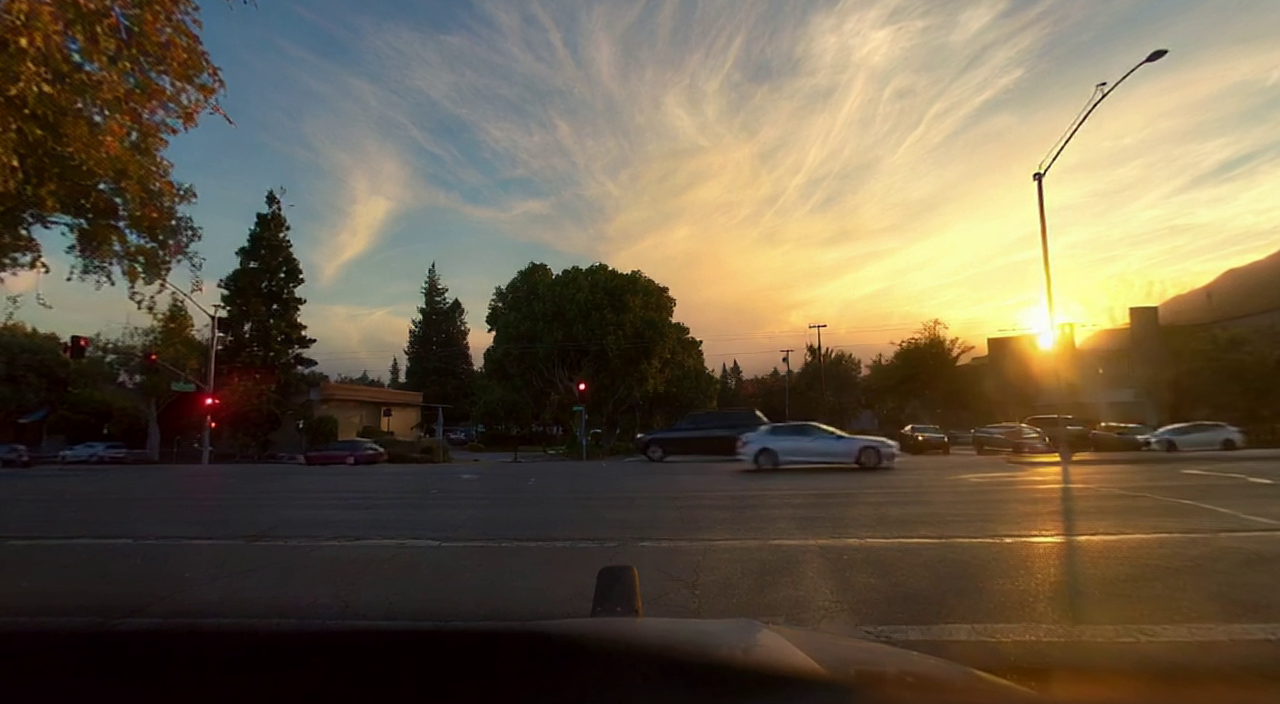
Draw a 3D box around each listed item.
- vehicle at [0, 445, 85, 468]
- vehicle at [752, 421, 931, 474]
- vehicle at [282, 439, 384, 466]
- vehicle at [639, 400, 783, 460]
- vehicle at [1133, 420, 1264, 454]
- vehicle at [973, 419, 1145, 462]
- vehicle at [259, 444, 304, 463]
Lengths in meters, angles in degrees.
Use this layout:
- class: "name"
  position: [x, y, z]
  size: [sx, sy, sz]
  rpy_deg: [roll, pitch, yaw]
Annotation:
- class: "vehicle"
  position: [-41.295, 7.184, 43.695]
  size: [4.488, 1.536, 1.849]
  rpy_deg: [-2, -9, 10]
- class: "vehicle"
  position: [5.850, 2.870, 18.957]
  size: [4.836, 1.445, 2.057]
  rpy_deg: [-2, -9, 11]
- class: "vehicle"
  position: [-17.206, 5.658, 35.494]
  size: [4.860, 1.441, 1.934]
  rpy_deg: [-2, -9, 11]
- class: "vehicle"
  position: [4.029, 4.467, 35.857]
  size: [7.790, 3.197, 2.653]
  rpy_deg: [-2, -9, 10]
- class: "vehicle"
  position: [27.609, 4.239, 31.375]
  size: [4.370, 1.592, 1.886]
  rpy_deg: [-2, -9, 10]
- class: "vehicle"
  position: [15.028, 3.214, 22.947]
  size: [4.749, 1.461, 1.892]
  rpy_deg: [-1, -9, 9]
- class: "vehicle"
  position: [-28.054, 7.919, 49.545]
  size: [2.235, 1.417, 4.272]
  rpy_deg: [3, -9, -19]
